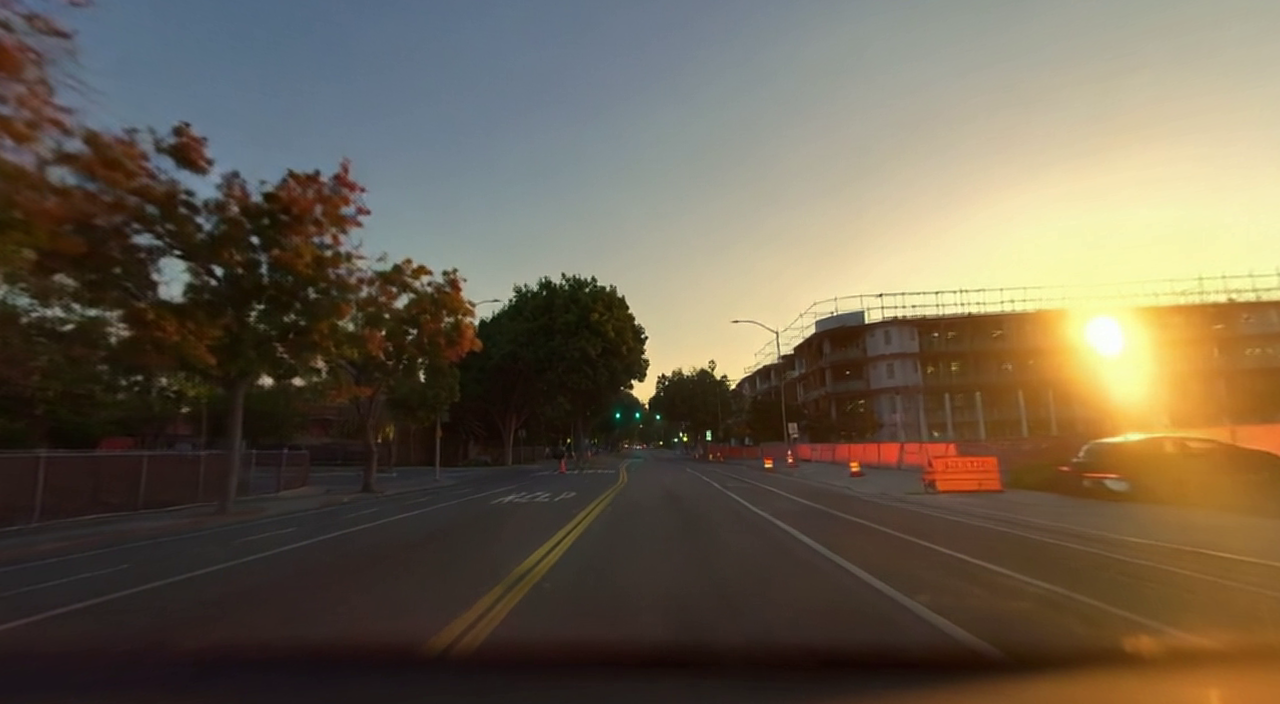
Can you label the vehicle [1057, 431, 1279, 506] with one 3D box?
[{"bbox_3d":[11.558,2.394,13.189,4.251,1.418,1.896,-1,-9,4],"label":"vehicle"}]
